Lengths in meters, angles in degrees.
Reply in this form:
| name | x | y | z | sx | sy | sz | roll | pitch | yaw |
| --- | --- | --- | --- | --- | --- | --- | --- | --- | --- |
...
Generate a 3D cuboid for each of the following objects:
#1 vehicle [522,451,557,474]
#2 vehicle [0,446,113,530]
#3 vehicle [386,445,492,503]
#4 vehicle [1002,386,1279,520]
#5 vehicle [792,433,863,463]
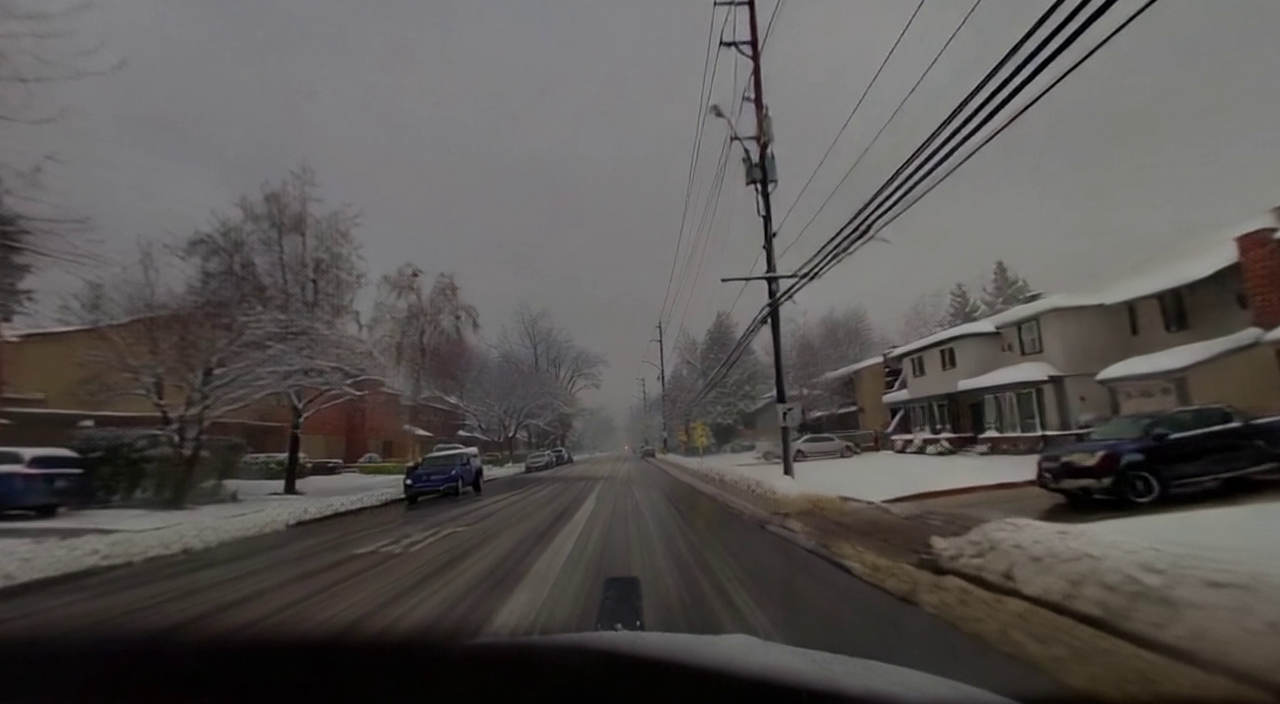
| name | x | y | z | sx | sy | sz | roll | pitch | yaw |
| --- | --- | --- | --- | --- | --- | --- | --- | --- | --- |
| vehicle | -7.644 | 8.410 | 48.150 | 2.041 | 1.587 | 3.920 | -2 | -9 | 0 |
| vehicle | -14.885 | 2.809 | 13.376 | 5.395 | 1.615 | 2.132 | 0 | -9 | -2 |
| vehicle | -7.026 | 4.308 | 22.770 | 2.162 | 1.757 | 5.201 | -2 | -9 | -1 |
| vehicle | 9.561 | 1.712 | 11.282 | 4.822 | 1.864 | 2.100 | -4 | -8 | -6 |
| vehicle | 12.865 | 6.623 | 43.401 | 4.145 | 1.767 | 1.880 | -9 | -10 | 29 |
